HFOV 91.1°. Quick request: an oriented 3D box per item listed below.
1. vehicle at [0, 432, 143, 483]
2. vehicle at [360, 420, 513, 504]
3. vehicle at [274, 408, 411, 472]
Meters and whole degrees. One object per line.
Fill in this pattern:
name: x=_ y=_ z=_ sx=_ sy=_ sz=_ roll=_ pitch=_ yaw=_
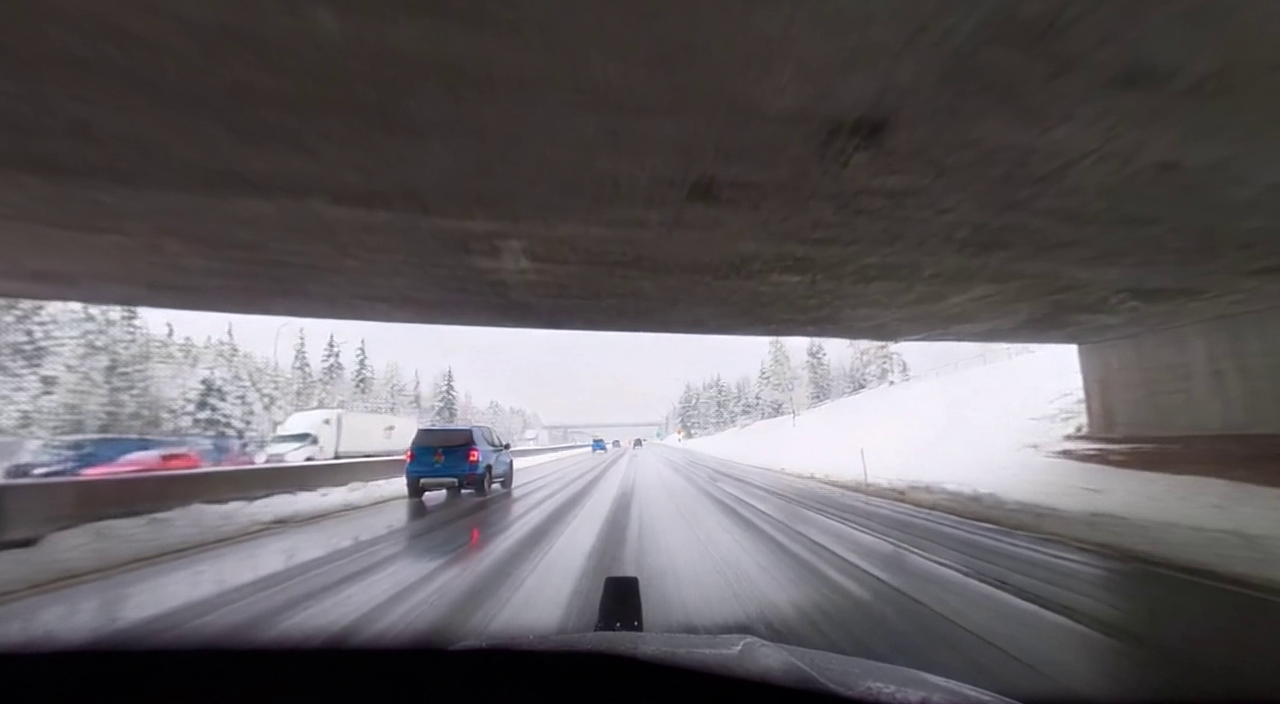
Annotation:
vehicle: x=-28.220 y=5.125 z=31.066 sx=2.355 sy=2.256 sz=5.912 roll=0 pitch=-8 yaw=0
vehicle: x=-4.549 y=2.534 z=14.870 sx=2.125 sy=1.662 sz=4.336 roll=0 pitch=-8 yaw=1
vehicle: x=-17.544 y=5.375 z=38.399 sx=2.936 sy=3.275 sz=11.845 roll=0 pitch=-8 yaw=-2
